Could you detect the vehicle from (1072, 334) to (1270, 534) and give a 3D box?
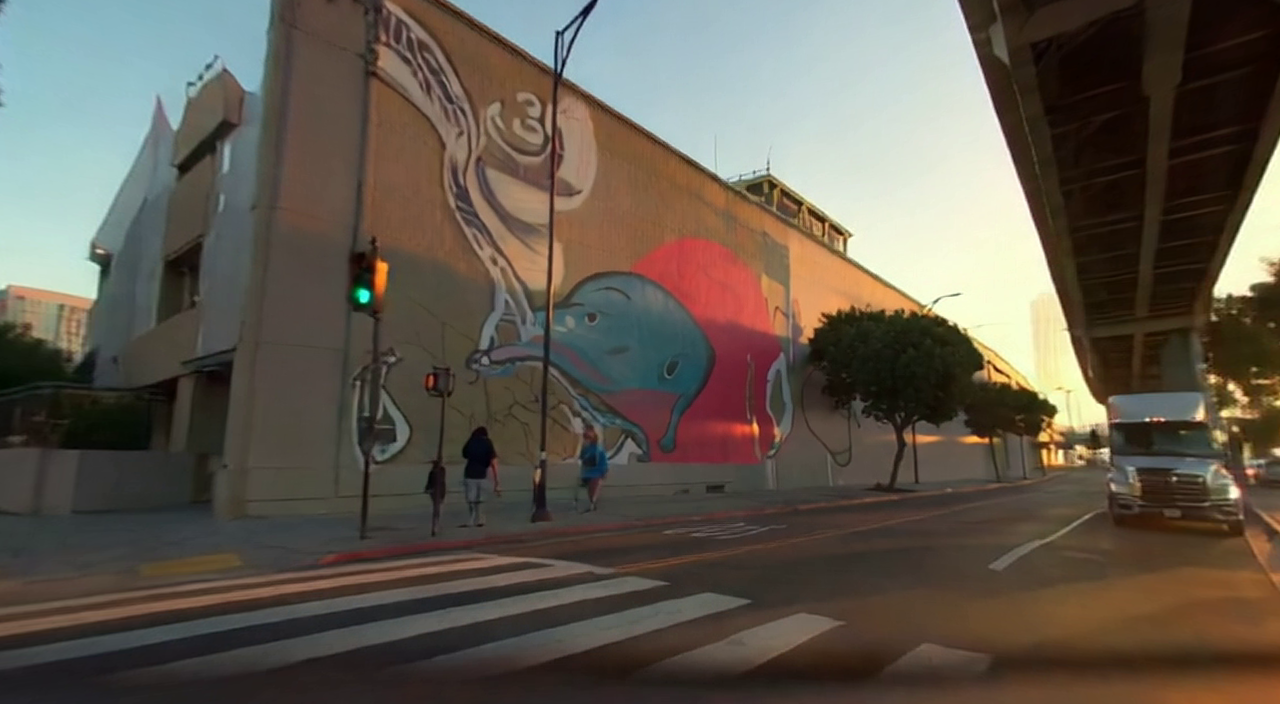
[{"bbox_3d":[14.059,2.233,16.755,2.849,3.893,9.347,-7,-11,40],"label":"vehicle"}]
